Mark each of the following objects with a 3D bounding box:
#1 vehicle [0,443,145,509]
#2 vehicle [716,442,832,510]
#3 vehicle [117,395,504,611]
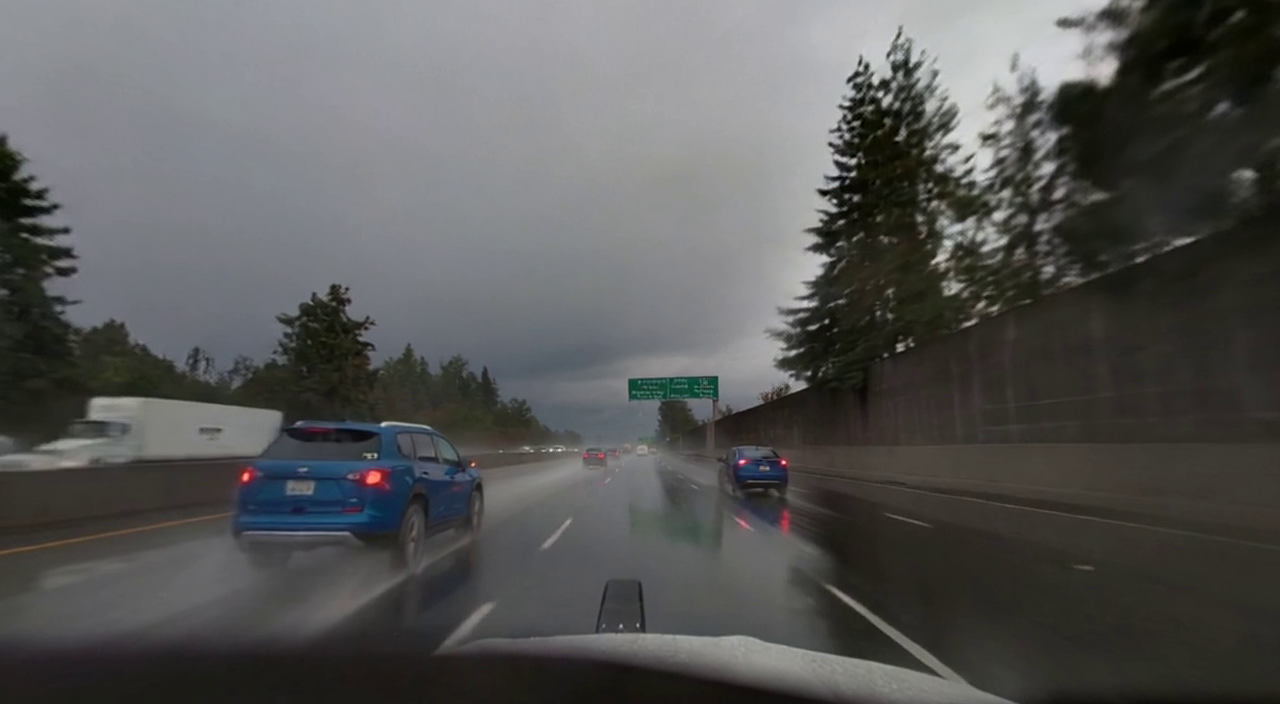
[{"bbox_3d":[-18.217,3.632,18.986,2.096,1.754,5.401,0,-8,1],"label":"vehicle"},{"bbox_3d":[3.211,3.044,15.988,1.979,1.486,4.125,1,-8,-1],"label":"vehicle"},{"bbox_3d":[-3.203,1.568,7.482,2.137,1.756,4.453,0,-8,0],"label":"vehicle"}]
